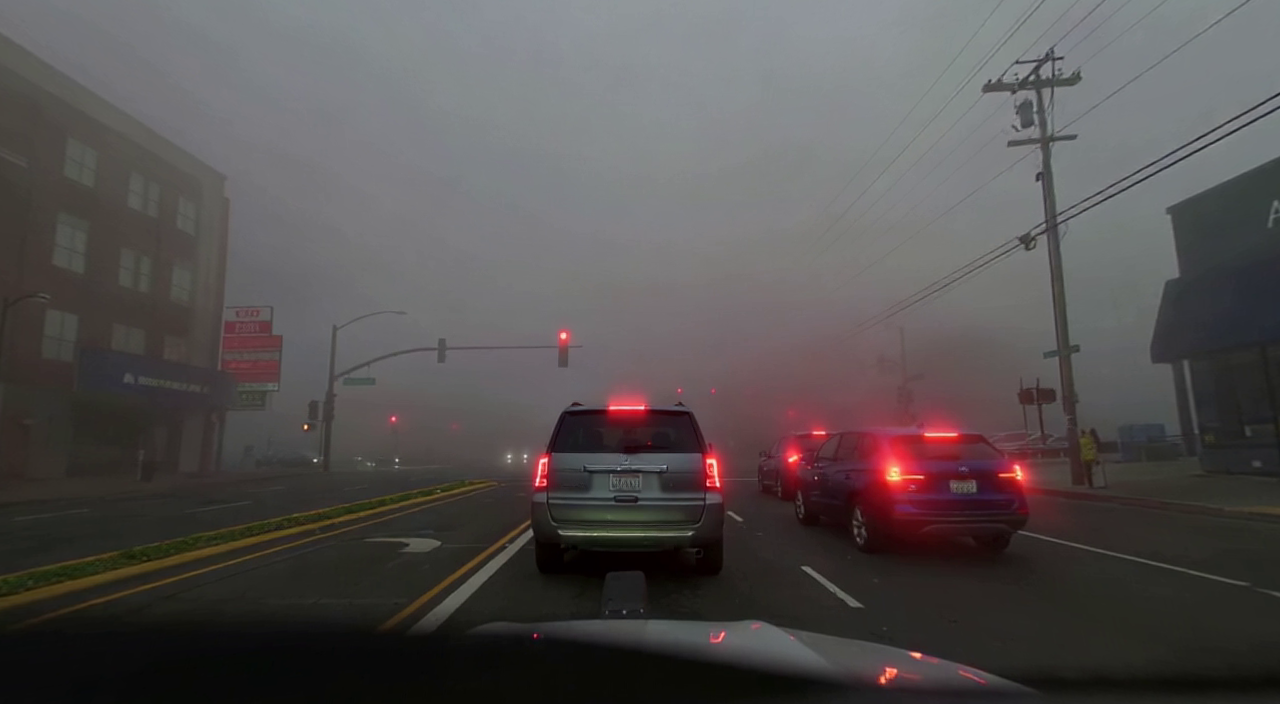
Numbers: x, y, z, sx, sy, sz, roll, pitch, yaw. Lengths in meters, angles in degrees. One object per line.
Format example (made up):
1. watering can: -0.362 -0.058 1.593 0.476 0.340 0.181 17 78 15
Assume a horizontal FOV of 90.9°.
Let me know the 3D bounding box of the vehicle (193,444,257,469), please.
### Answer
1. vehicle: -27.460 6.874 41.850 1.693 1.563 3.716 0 -8 0

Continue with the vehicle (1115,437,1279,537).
1. vehicle: 10.383 2.131 10.248 1.815 1.468 4.534 0 -8 1

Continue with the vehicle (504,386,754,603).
1. vehicle: -0.011 1.542 7.681 2.154 1.861 4.280 0 -8 3

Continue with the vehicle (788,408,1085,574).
1. vehicle: 3.608 1.764 8.801 2.036 1.719 4.318 0 -8 0
